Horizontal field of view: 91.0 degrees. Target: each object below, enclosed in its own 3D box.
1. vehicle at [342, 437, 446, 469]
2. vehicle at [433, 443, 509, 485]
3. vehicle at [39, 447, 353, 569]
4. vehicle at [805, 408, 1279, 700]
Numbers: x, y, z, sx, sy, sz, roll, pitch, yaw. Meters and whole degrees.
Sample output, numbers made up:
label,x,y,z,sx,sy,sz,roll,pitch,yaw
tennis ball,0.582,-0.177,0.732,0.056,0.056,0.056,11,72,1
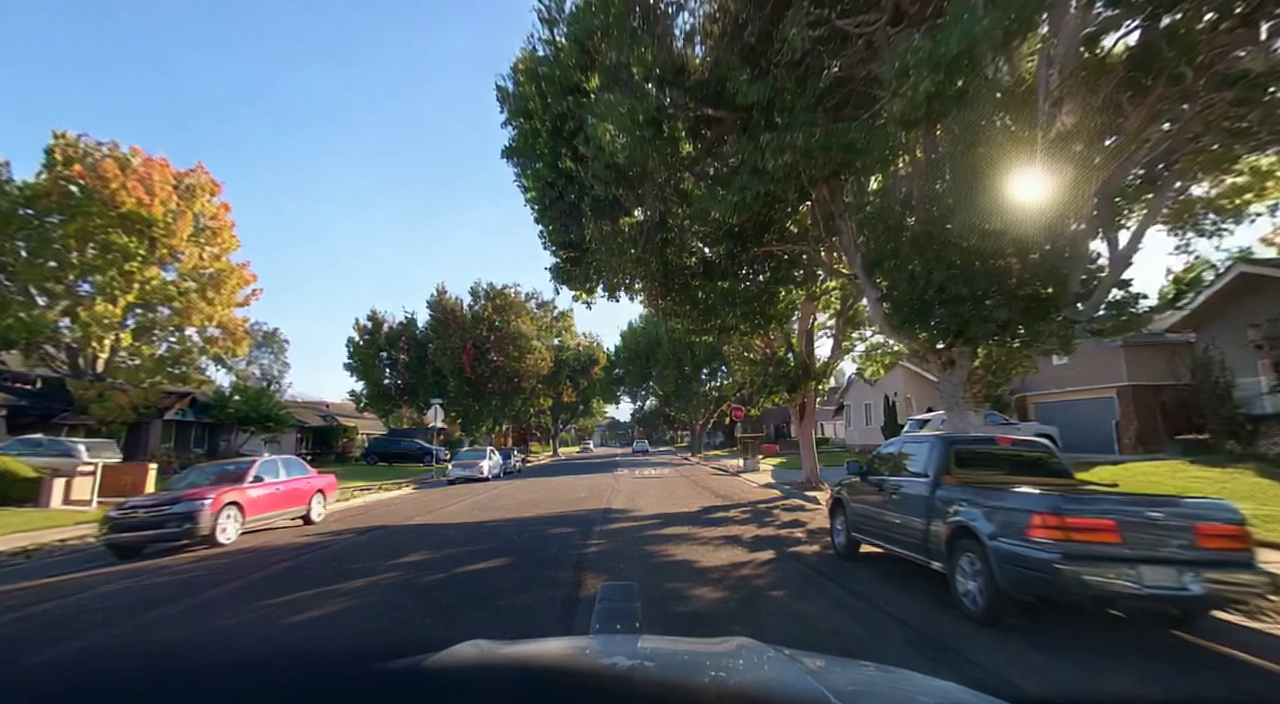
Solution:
label,x,y,z,sx,sy,sz,roll,pitch,yaw
vehicle,-15.375,6.342,39.635,5.619,1.947,2.183,1,-9,-4
vehicle,-6.830,4.552,25.993,1.972,1.543,4.622,0,-8,-2
vehicle,-6.815,2.385,10.482,2.009,1.470,4.475,-3,-9,0
vehicle,3.157,1.383,5.632,2.004,1.469,4.706,0,-8,-1
